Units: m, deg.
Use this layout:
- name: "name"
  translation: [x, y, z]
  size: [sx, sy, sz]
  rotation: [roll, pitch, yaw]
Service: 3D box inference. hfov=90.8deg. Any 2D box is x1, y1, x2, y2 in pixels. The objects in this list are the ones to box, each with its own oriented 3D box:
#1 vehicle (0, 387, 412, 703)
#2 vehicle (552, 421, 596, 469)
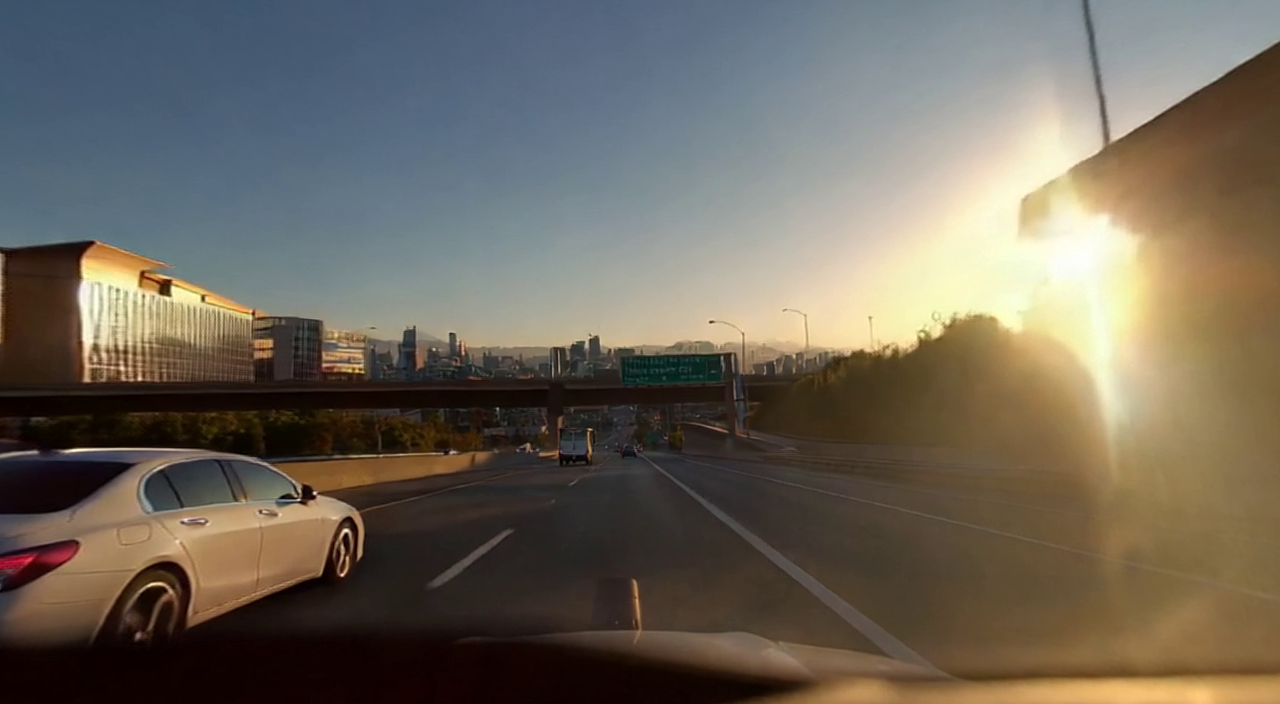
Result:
- name: "vehicle"
  translation: [-3.623, 1.257, 4.878]
  size: [2.025, 1.556, 4.594]
  rotation: [0, -8, -1]
- name: "vehicle"
  translation: [-4.310, 6.224, 42.257]
  size: [2.364, 2.953, 6.732]
  rotation: [0, -8, -1]
